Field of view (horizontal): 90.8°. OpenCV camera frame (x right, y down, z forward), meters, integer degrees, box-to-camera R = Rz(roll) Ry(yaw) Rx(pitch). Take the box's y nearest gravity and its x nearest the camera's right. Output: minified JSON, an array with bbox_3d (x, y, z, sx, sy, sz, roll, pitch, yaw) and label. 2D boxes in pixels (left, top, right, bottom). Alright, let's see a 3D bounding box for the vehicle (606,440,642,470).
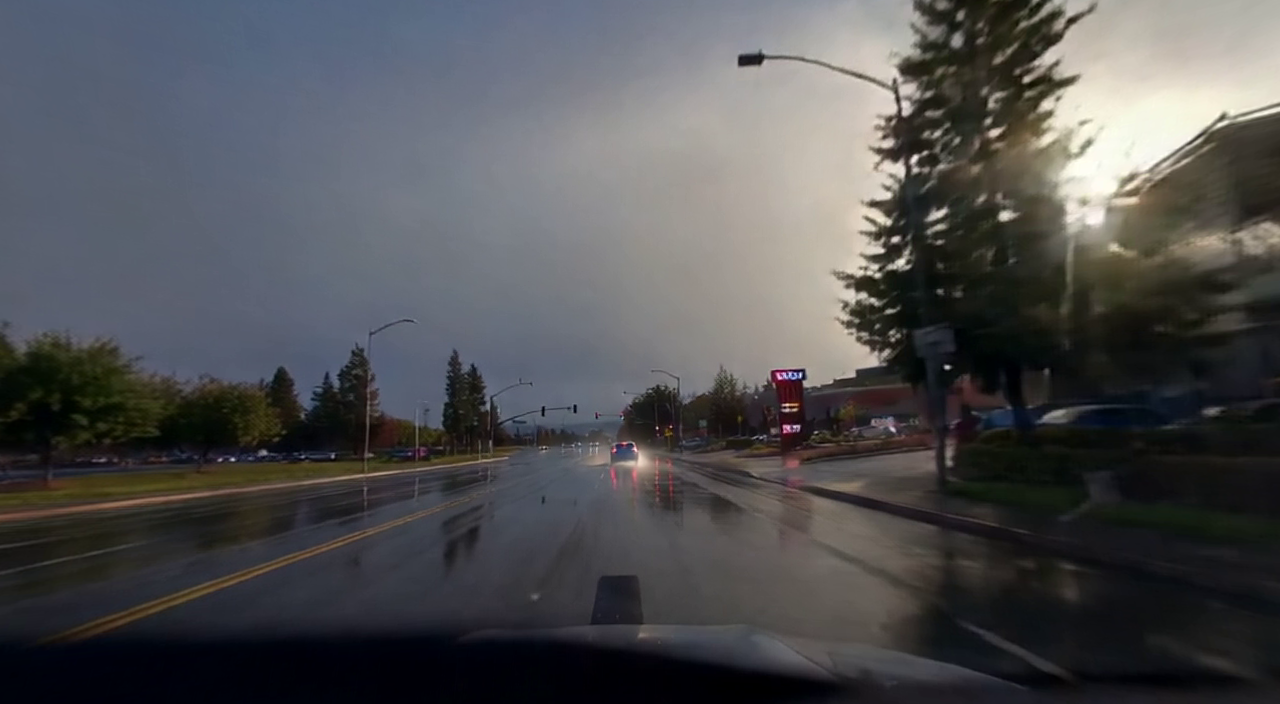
[{"bbox_3d":[-0.938,6.131,37.802,2.024,1.628,4.774,0,-8,-1],"label":"vehicle"}]
